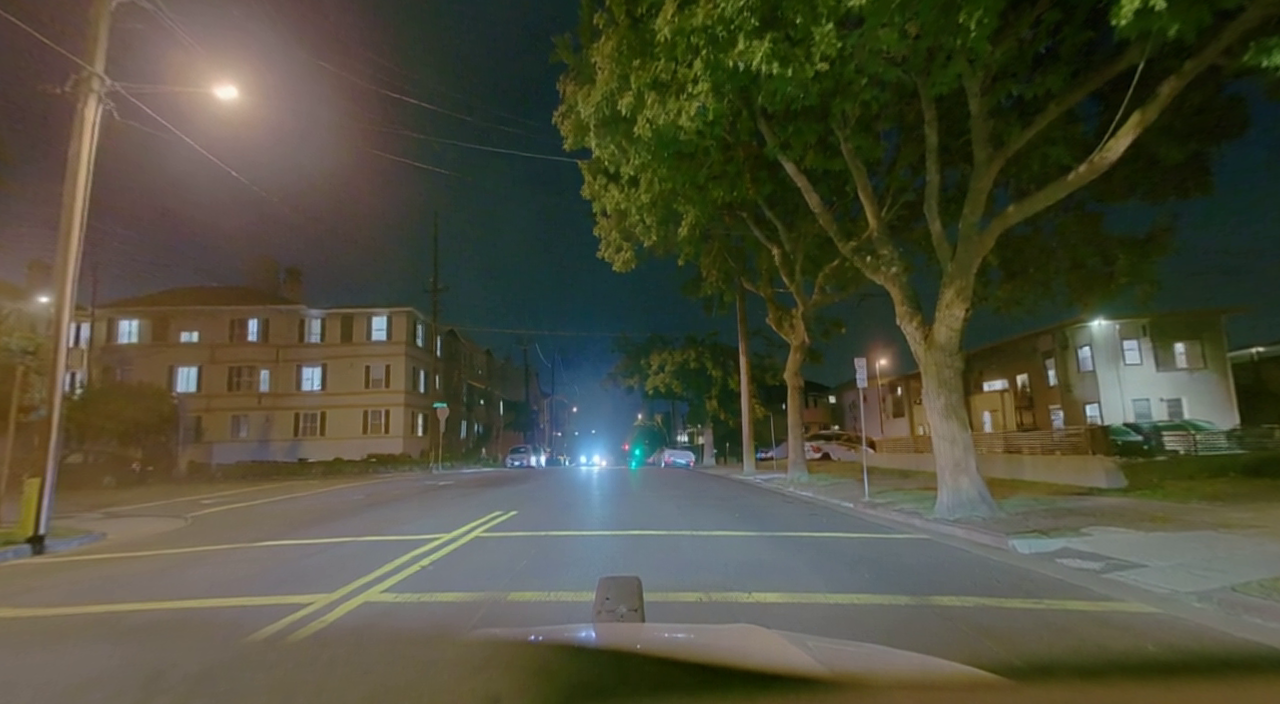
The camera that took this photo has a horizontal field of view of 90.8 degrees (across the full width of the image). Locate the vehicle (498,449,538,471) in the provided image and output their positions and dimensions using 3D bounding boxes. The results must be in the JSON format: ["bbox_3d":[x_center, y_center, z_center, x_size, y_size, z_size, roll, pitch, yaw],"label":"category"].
[{"bbox_3d":[-8.551,7.598,44.727,2.066,1.472,4.353,0,-8,-1],"label":"vehicle"}]

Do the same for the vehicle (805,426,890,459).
[{"bbox_3d":[11.227,4.872,34.109,4.509,1.664,1.981,6,-10,-35],"label":"vehicle"}]

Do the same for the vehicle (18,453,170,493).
[{"bbox_3d":[-22.311,4.944,25.965,4.424,1.486,1.814,0,-8,-2],"label":"vehicle"}]

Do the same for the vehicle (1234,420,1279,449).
[{"bbox_3d":[33.075,4.300,32.871,3.433,1.389,1.683,3,-9,-22],"label":"vehicle"}]

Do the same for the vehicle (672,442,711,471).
[{"bbox_3d":[3.247,6.711,40.682,1.993,1.755,4.256,0,-8,-2],"label":"vehicle"}]

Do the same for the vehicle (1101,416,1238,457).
[{"bbox_3d":[22.391,3.620,26.816,4.002,1.505,2.061,-1,-10,-5],"label":"vehicle"}]

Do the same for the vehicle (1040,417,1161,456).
[{"bbox_3d":[22.112,4.034,30.556,4.320,1.673,1.957,-2,-5,23],"label":"vehicle"}]
